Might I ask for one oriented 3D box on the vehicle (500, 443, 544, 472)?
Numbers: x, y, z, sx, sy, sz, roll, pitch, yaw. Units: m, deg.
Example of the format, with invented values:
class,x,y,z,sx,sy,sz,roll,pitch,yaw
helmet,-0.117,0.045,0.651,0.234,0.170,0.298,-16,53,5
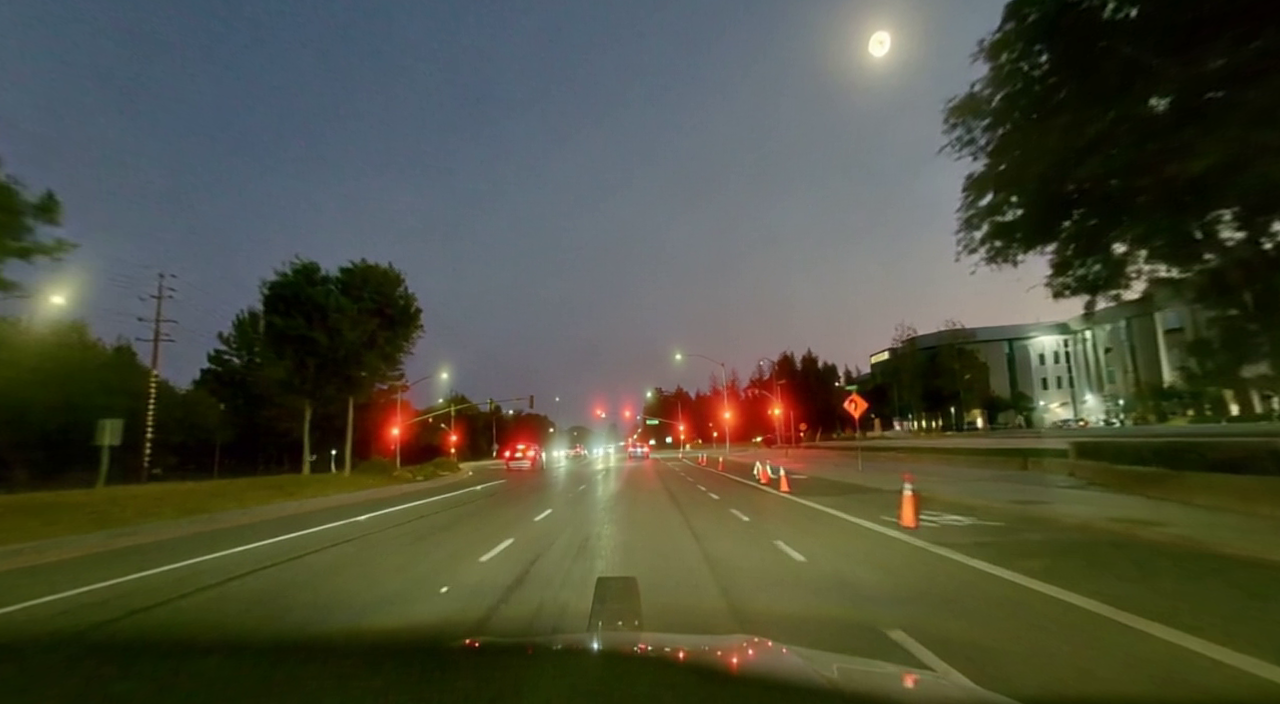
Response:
class,x,y,z,sx,sy,sz,roll,pitch,yaw
vehicle,-6.811,6.143,36.938,1.869,1.570,4.064,0,-8,-1
